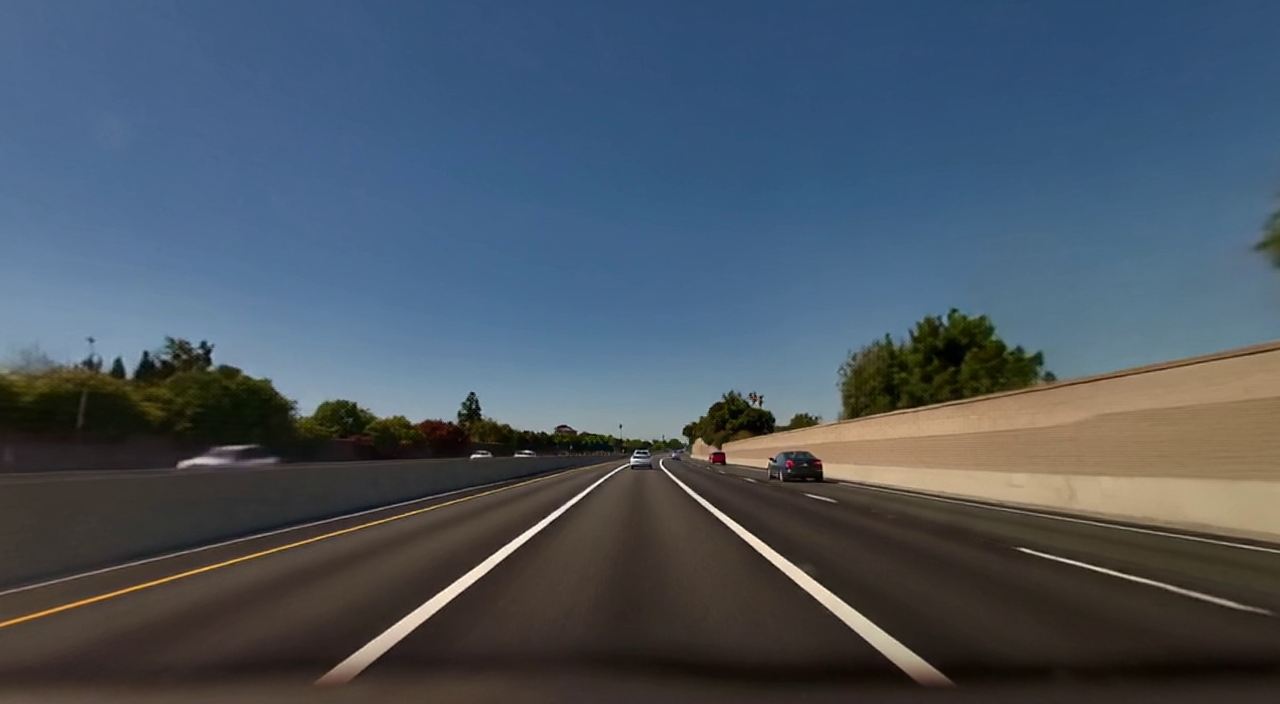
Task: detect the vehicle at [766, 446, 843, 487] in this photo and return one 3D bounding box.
[{"bbox_3d":[6.864,4.817,26.694,2.008,1.533,4.592,0,-9,-1],"label":"vehicle"}]

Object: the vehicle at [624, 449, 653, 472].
[{"bbox_3d":[-0.103,7.840,45.396,2.025,1.526,4.181,0,-9,0],"label":"vehicle"}]

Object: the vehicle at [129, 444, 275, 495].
[{"bbox_3d":[-15.656,4.202,22.806,1.935,1.622,4.608,-1,-9,1],"label":"vehicle"}]
